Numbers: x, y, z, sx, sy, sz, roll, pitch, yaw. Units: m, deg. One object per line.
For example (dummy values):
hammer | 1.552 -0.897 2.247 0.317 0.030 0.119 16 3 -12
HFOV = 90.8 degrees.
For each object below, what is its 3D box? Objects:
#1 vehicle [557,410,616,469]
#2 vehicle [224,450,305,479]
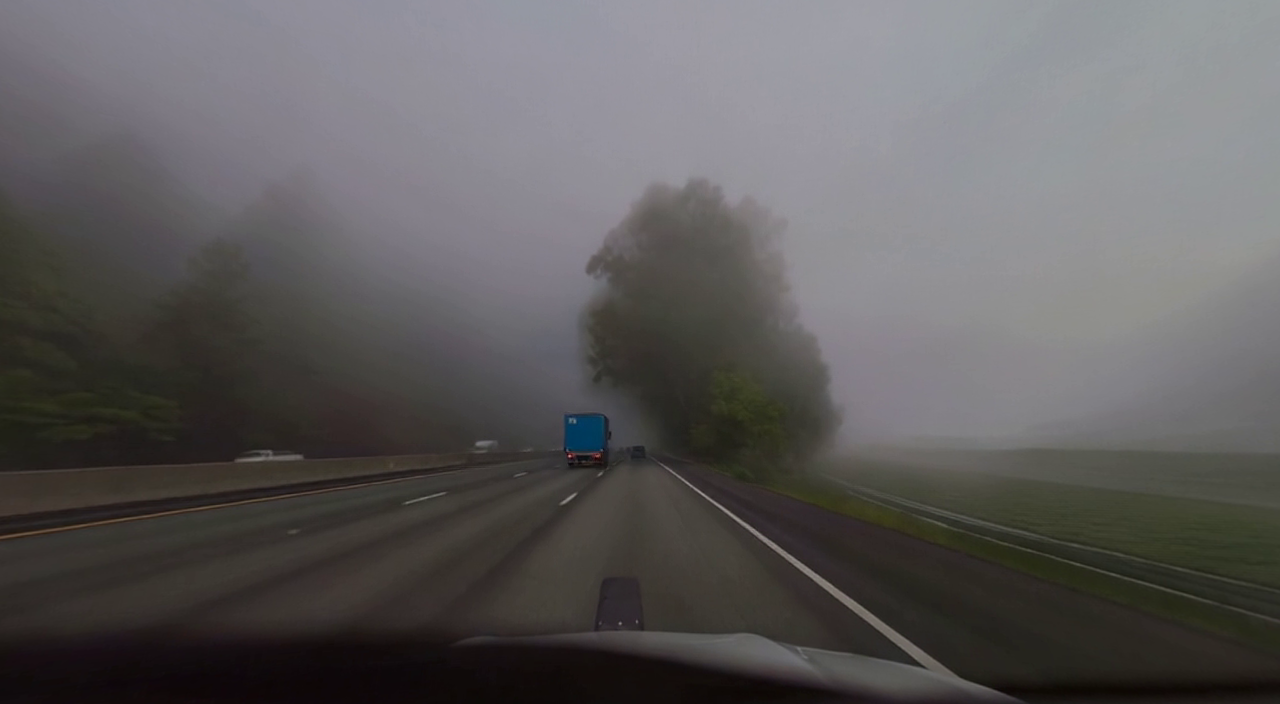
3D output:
vehicle | -3.191 5.563 39.910 2.874 3.309 8.208 0 -8 1
vehicle | -21.334 6.382 36.086 1.915 1.525 4.408 0 -9 0
